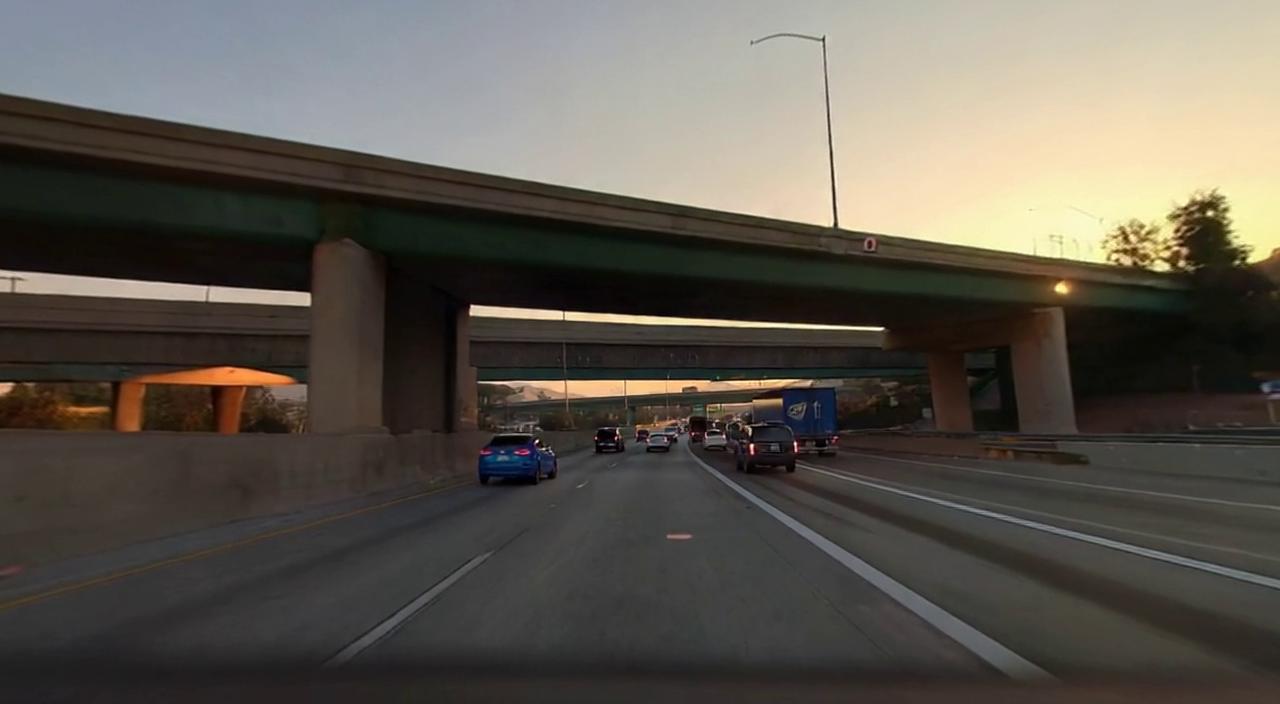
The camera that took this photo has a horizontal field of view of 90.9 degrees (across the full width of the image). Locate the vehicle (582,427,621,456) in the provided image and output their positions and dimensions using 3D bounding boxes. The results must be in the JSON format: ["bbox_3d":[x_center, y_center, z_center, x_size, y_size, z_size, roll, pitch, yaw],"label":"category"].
[{"bbox_3d":[-2.432,5.786,40.806,2.006,1.741,4.277,-1,-8,3],"label":"vehicle"}]

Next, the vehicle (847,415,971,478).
[{"bbox_3d":[8.447,3.039,20.353,2.072,1.761,4.461,-1,-8,1],"label":"vehicle"}]

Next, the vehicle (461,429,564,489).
[{"bbox_3d":[-3.447,2.985,17.939,1.914,1.476,4.416,-1,-8,2],"label":"vehicle"}]

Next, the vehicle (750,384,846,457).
[{"bbox_3d":[9.377,4.546,39.606,3.007,3.725,13.835,-1,-8,2],"label":"vehicle"}]

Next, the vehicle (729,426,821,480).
[{"bbox_3d":[4.111,3.167,20.030,1.933,1.503,4.520,-1,-8,0],"label":"vehicle"}]

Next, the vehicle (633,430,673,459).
[{"bbox_3d":[0.706,5.045,34.326,2.040,1.461,3.984,-1,-8,1],"label":"vehicle"}]
